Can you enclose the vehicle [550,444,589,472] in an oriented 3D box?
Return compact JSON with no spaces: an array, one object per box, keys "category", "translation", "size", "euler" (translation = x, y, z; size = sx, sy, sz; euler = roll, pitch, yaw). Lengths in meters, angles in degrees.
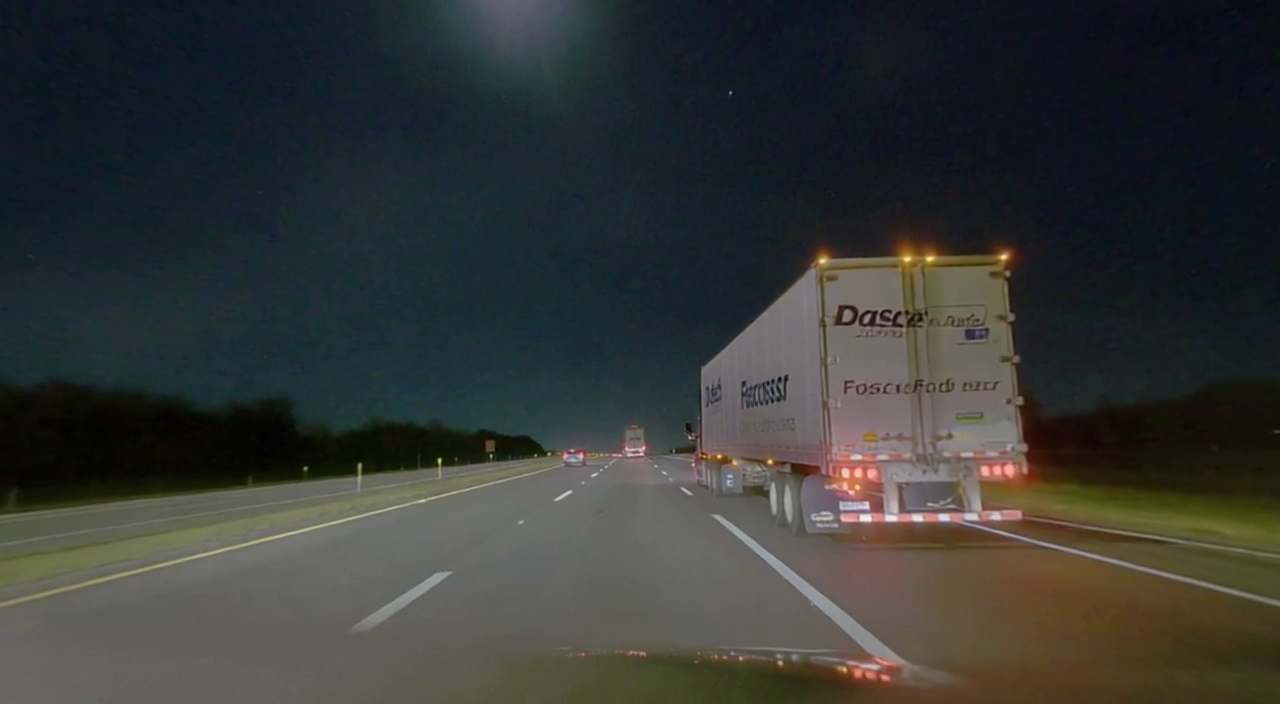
[{"category":"vehicle","translation":[-4.536,6.903,40.896],"size":[2.099,1.651,4.397],"euler":[0,-9,-1]}]
